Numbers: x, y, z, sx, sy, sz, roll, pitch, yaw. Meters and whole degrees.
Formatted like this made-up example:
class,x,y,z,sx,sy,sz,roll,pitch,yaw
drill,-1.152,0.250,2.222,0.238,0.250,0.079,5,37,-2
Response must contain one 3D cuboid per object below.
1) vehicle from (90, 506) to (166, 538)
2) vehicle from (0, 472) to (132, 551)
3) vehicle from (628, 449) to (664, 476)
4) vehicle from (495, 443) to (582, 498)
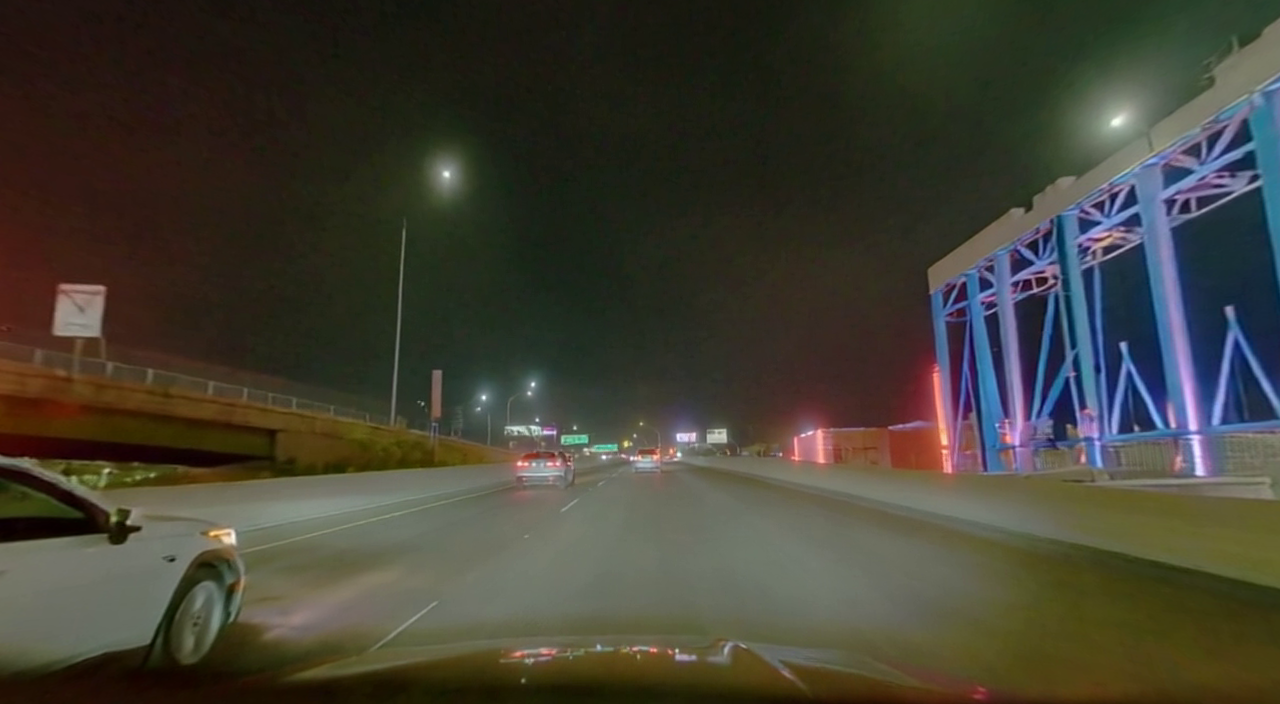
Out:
class,x,y,z,sx,sy,sz,roll,pitch,yaw
vehicle,-34.189,11.322,42.244,1.824,1.592,4.088,0,-8,-4
vehicle,-37.654,9.666,38.745,2.833,3.977,12.868,0,-8,-3
vehicle,0.264,6.114,35.209,1.877,1.386,3.872,0,-8,-1
vehicle,-3.173,3.777,20.643,2.064,1.589,4.213,0,-8,1
